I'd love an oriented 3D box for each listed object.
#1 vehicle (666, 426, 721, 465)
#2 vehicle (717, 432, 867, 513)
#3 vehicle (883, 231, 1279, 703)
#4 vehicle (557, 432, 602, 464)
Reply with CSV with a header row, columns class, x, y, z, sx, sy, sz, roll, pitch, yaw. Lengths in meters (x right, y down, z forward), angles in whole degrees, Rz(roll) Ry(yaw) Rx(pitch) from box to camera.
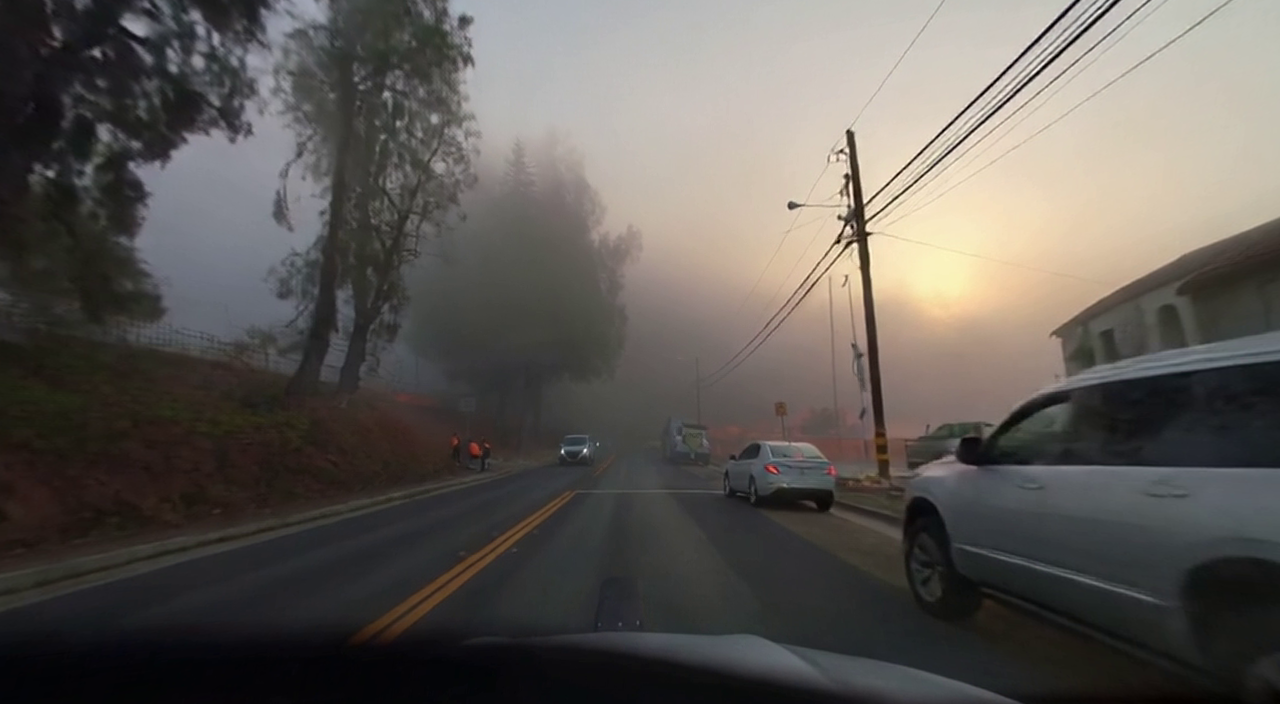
class,x,y,z,sx,sy,sz,roll,pitch,yaw
vehicle,3.047,5.623,37.811,2.759,2.114,6.152,0,-9,0
vehicle,3.134,2.619,14.223,2.006,1.482,4.722,0,-9,-3
vehicle,3.251,0.723,2.927,2.293,1.957,4.934,0,-9,0
vehicle,-3.927,6.368,41.794,2.358,1.921,5.675,0,-9,0
